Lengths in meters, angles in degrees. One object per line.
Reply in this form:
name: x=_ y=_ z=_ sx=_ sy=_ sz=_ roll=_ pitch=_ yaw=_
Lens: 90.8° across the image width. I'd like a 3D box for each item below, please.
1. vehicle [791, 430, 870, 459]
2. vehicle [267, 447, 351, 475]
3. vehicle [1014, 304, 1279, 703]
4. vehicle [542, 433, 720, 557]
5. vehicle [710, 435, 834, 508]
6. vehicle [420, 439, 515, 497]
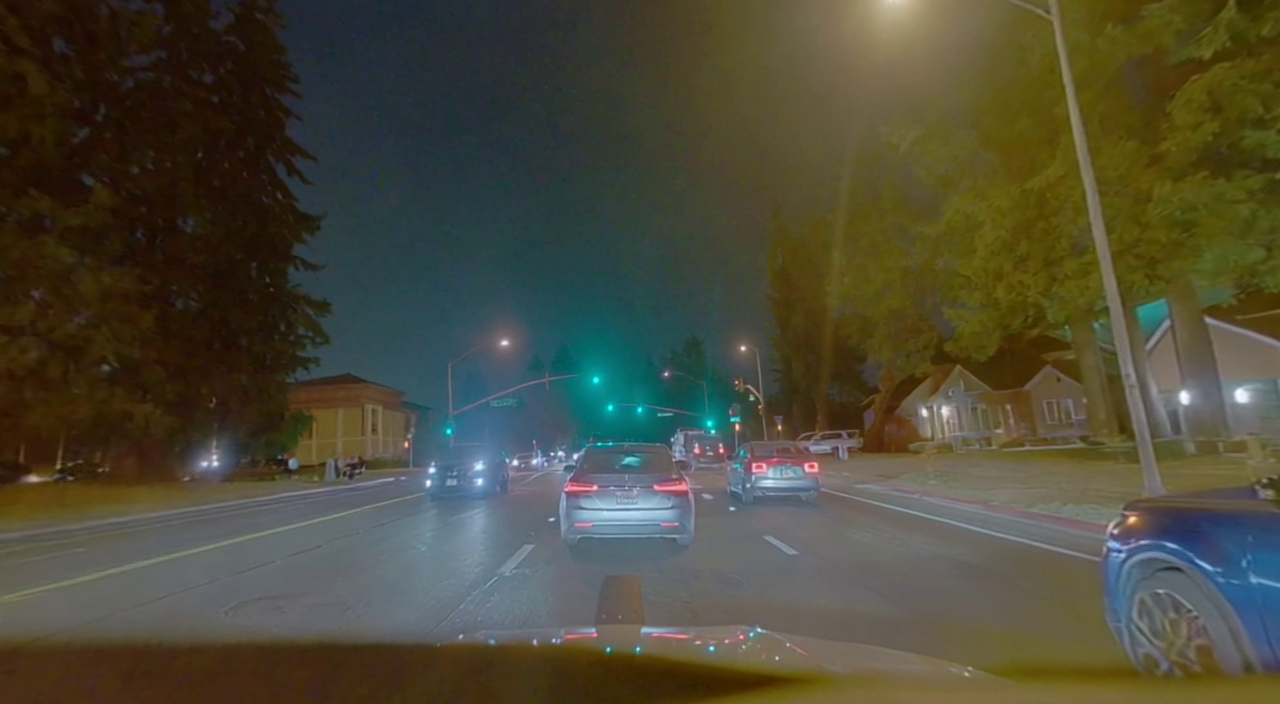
vehicle: x=12.029 y=5.892 z=40.183 sx=4.318 sy=1.729 sz=2.063 roll=0 pitch=-8 yaw=0
vehicle: x=-19.826 y=6.537 z=38.005 sx=3.957 sy=1.630 sz=1.881 roll=0 pitch=-8 yaw=0
vehicle: x=3.336 y=0.619 z=1.636 sx=2.006 sy=1.766 sz=4.345 roll=0 pitch=-8 yaw=0
vehicle: x=-0.158 y=2.069 z=9.920 sx=2.186 sy=1.500 sz=4.141 roll=0 pitch=-8 yaw=-1
vehicle: x=3.029 y=2.841 z=15.550 sx=1.971 sy=1.517 sz=4.521 roll=0 pitch=-8 yaw=-1
vehicle: x=-5.533 y=3.753 z=20.917 sx=2.058 sy=1.695 sz=4.319 roll=0 pitch=-8 yaw=-2
